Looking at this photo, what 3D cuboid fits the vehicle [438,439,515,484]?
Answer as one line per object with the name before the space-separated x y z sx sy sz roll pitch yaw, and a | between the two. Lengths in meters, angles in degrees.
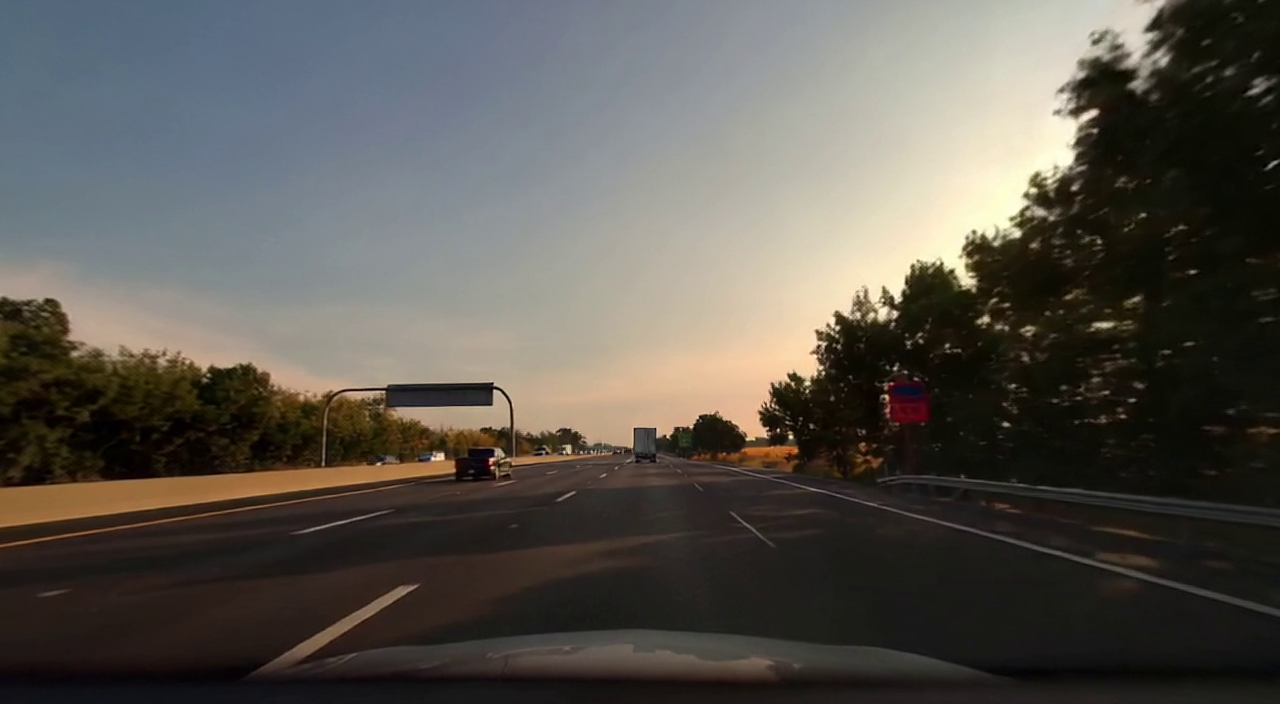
vehicle | -7.182 4.873 28.301 2.052 1.817 4.744 0 -9 1
